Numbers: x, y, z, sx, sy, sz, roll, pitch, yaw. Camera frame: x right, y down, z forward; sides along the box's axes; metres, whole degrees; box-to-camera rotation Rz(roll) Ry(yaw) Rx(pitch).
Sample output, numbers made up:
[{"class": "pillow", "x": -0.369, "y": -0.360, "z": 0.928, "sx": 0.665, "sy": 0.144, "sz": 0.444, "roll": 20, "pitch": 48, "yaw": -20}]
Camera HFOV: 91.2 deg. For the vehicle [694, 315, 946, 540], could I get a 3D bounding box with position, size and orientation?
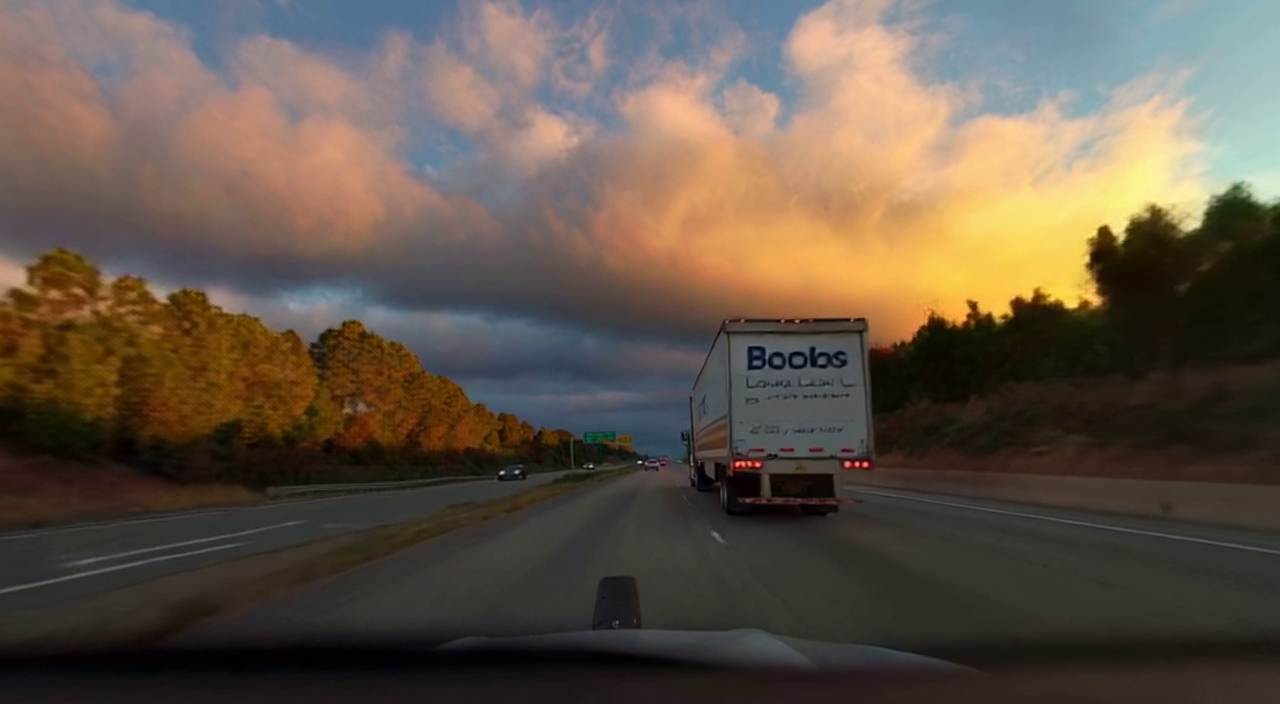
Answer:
[{"class": "vehicle", "x": 3.968, "y": 2.693, "z": 20.074, "sx": 3.537, "sy": 4.071, "sz": 17.399, "roll": -1, "pitch": -9, "yaw": 2}]
